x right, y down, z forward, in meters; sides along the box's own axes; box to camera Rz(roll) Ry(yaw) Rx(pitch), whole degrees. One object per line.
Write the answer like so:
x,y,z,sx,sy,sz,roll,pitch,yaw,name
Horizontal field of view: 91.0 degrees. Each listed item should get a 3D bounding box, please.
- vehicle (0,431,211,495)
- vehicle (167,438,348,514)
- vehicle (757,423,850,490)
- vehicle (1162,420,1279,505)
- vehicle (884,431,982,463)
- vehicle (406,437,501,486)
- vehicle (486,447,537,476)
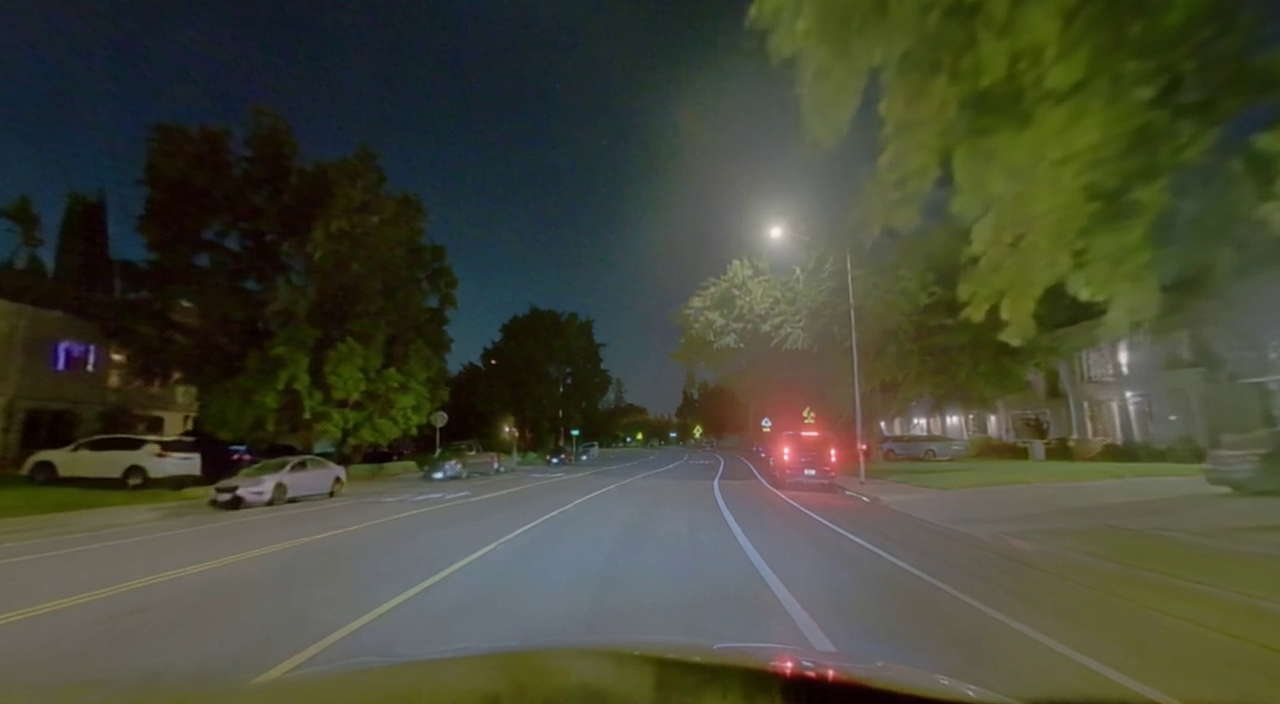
-17.276,3.551,20.443,5.192,1.915,2.200,-1,-8,6,vehicle
-10.710,3.475,18.162,2.105,1.776,4.657,-4,-9,4,vehicle
5.949,3.890,23.868,2.574,2.156,6.672,-2,-8,8,vehicle
13.744,2.119,12.420,4.810,1.550,2.018,-2,-8,9,vehicle
16.827,5.498,36.408,4.637,1.661,2.158,-3,-8,11,vehicle
-8.980,5.319,30.912,2.450,1.998,5.367,-6,-9,7,vehicle
-7.854,6.706,38.866,1.967,1.488,4.216,-6,-9,3,vehicle
